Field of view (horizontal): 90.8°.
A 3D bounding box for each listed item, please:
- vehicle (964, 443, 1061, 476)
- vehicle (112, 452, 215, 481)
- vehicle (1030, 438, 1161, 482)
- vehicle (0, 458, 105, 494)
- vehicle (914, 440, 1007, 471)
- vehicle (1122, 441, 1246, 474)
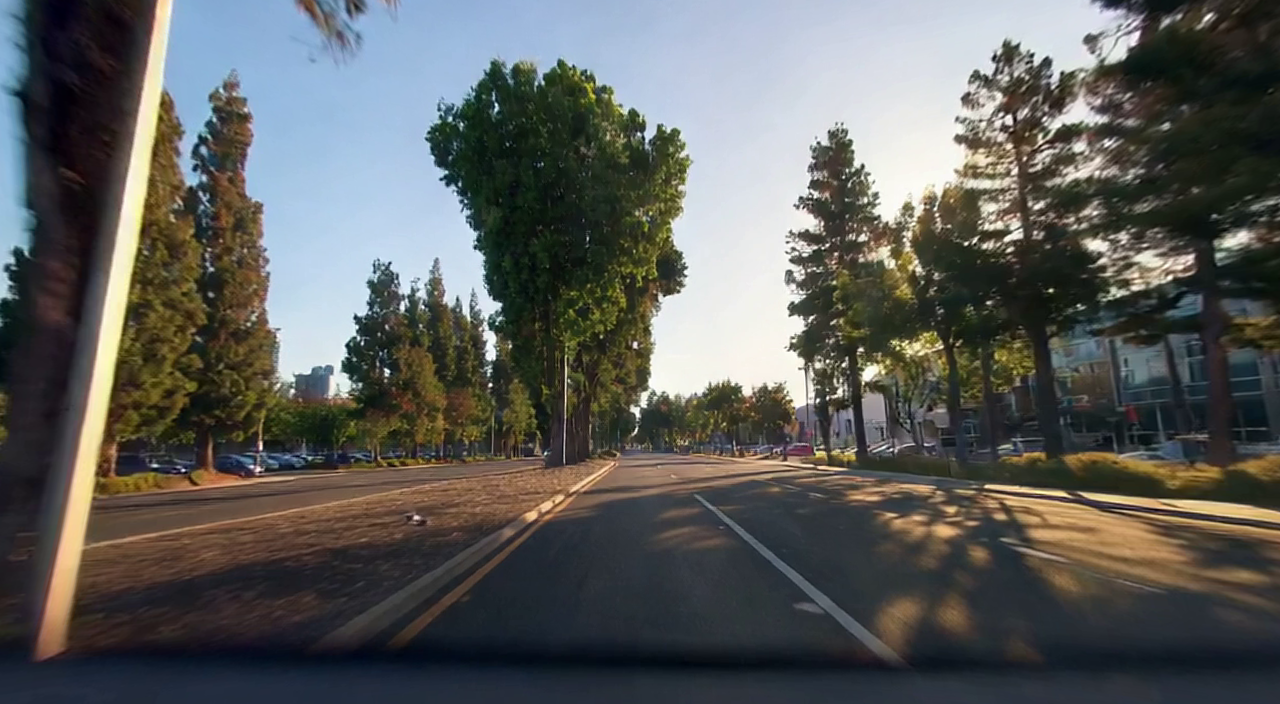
[{"bbox_3d":[17.825,5.105,30.176,4.496,1.423,1.700,4,-10,-26],"label":"vehicle"},{"bbox_3d":[-26.935,6.458,35.784,4.193,1.585,1.956,0,-8,0],"label":"vehicle"},{"bbox_3d":[17.847,4.185,24.726,4.697,1.578,2.067,4,-9,-26],"label":"vehicle"},{"bbox_3d":[-26.450,5.412,27.692,4.243,1.493,1.873,0,-8,0],"label":"vehicle"},{"bbox_3d":[18.224,5.846,35.951,4.788,1.660,2.043,4,-9,-23],"label":"vehicle"},{"bbox_3d":[27.711,5.377,32.260,4.591,1.593,2.041,1,-8,-5],"label":"vehicle"}]
